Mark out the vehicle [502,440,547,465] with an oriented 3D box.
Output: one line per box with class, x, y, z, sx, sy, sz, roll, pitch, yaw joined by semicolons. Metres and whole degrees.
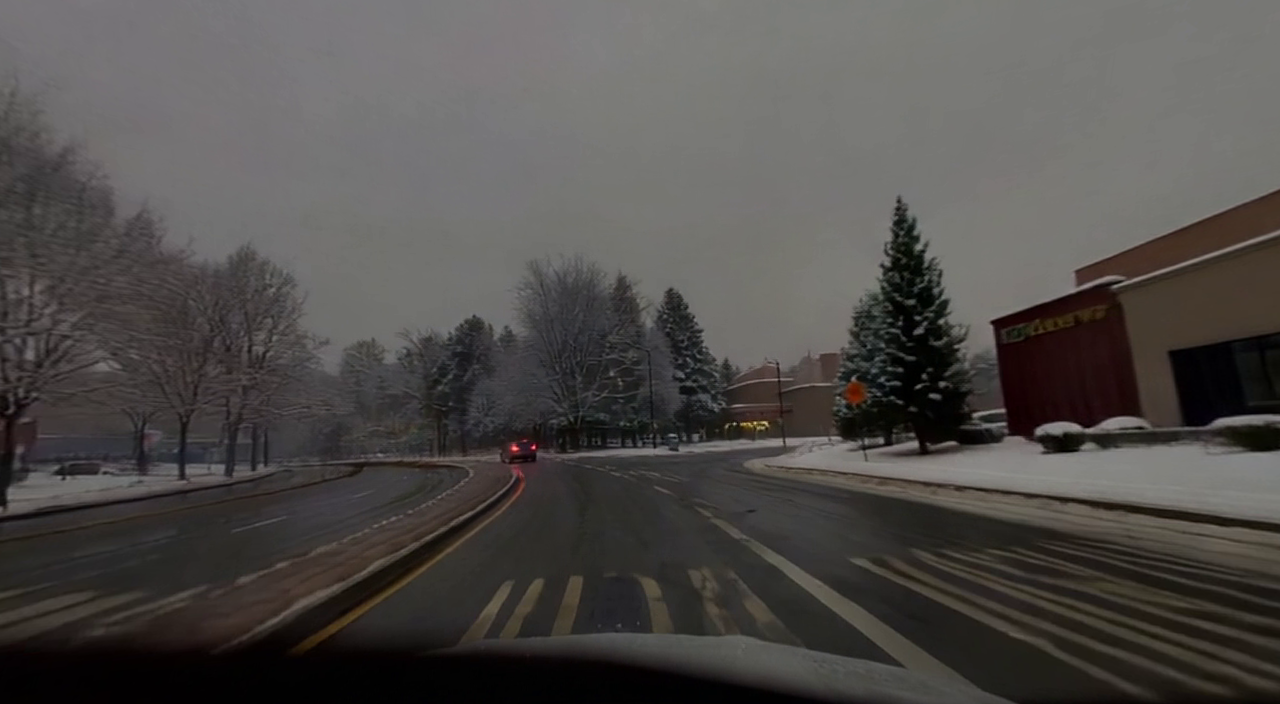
vehicle;-7.582;6.533;41.080;2.018;1.512;4.304;3;-9;-22
